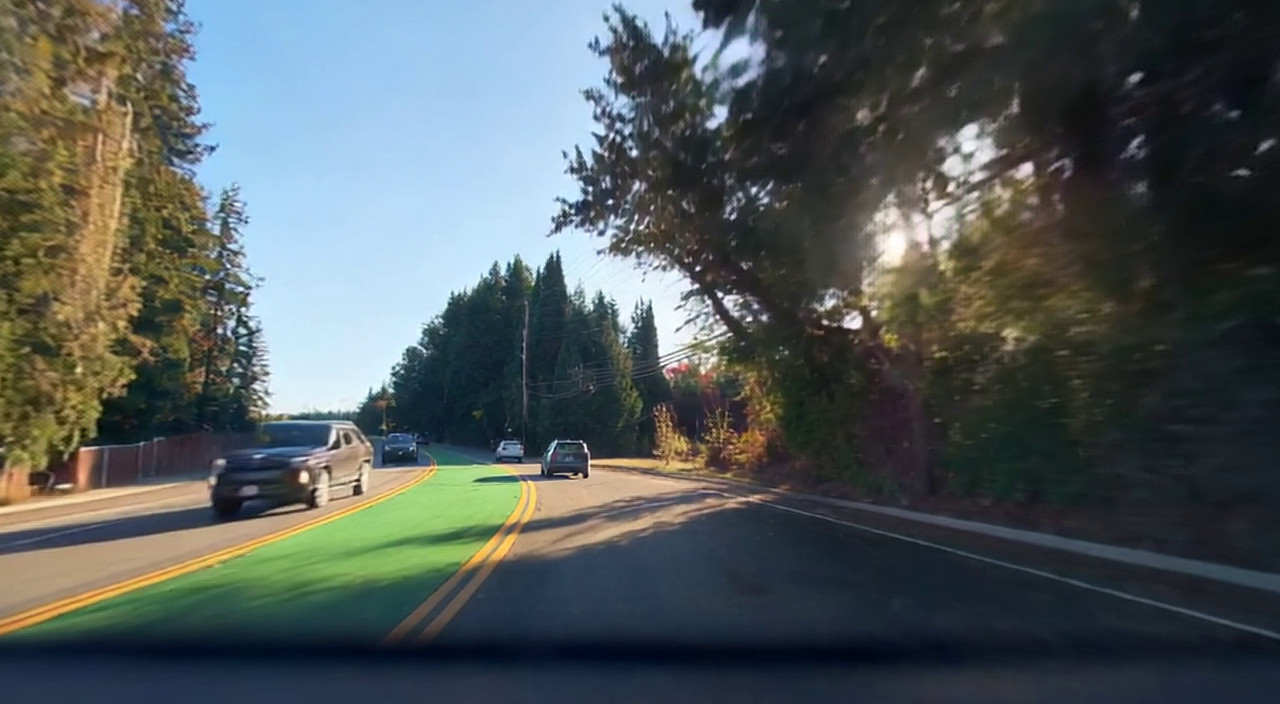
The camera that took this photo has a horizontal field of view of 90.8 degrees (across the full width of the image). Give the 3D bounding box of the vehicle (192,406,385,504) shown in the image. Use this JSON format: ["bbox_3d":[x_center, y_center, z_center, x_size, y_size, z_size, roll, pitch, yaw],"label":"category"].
[{"bbox_3d":[-8.664,2.631,16.458,2.524,2.051,5.963,1,-9,-11],"label":"vehicle"}]

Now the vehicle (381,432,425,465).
[{"bbox_3d":[-13.130,5.308,35.173,1.967,1.688,4.286,2,-7,-17],"label":"vehicle"}]

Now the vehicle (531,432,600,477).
[{"bbox_3d":[-3.317,4.393,27.302,2.140,1.767,4.720,3,-9,-17],"label":"vehicle"}]

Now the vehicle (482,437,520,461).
[{"bbox_3d":[-10.478,7.269,47.343,2.075,1.699,4.520,3,-9,-21],"label":"vehicle"}]
